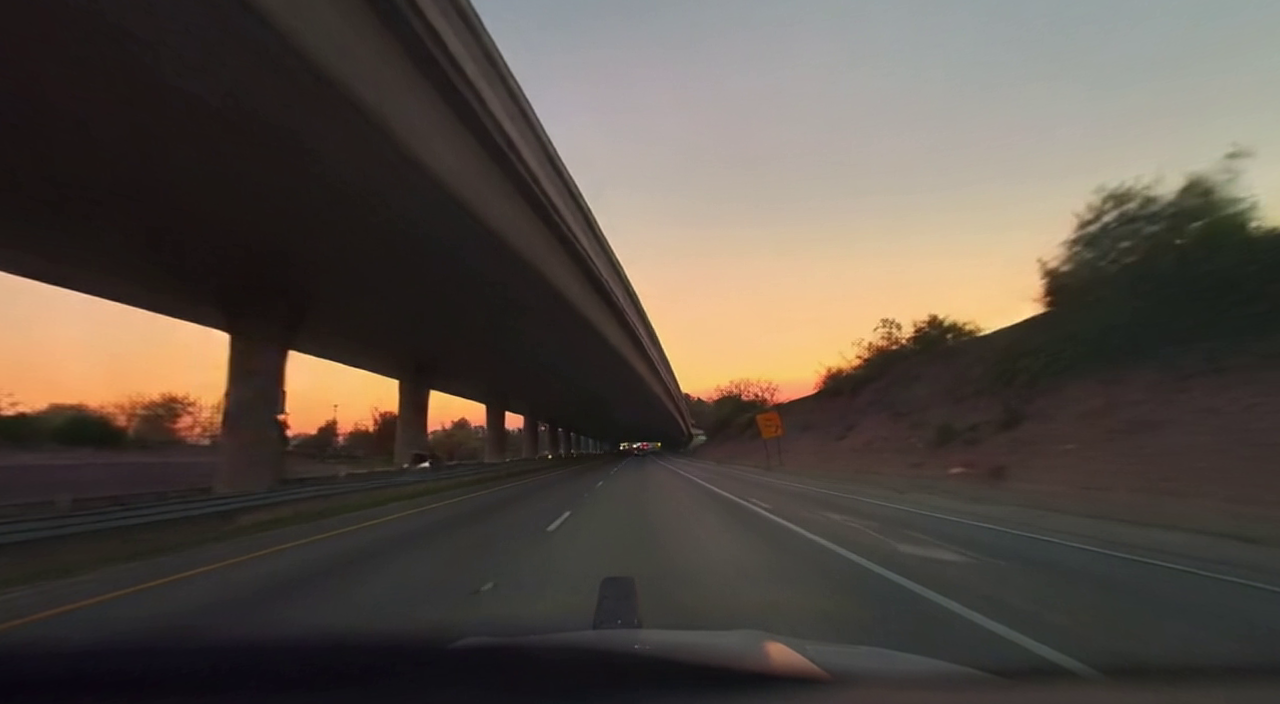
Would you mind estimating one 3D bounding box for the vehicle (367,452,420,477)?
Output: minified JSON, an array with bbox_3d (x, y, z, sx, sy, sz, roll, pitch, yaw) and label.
[{"bbox_3d":[-16.719,7.609,42.748,1.896,1.576,4.138,-1,-9,0],"label":"vehicle"}]
